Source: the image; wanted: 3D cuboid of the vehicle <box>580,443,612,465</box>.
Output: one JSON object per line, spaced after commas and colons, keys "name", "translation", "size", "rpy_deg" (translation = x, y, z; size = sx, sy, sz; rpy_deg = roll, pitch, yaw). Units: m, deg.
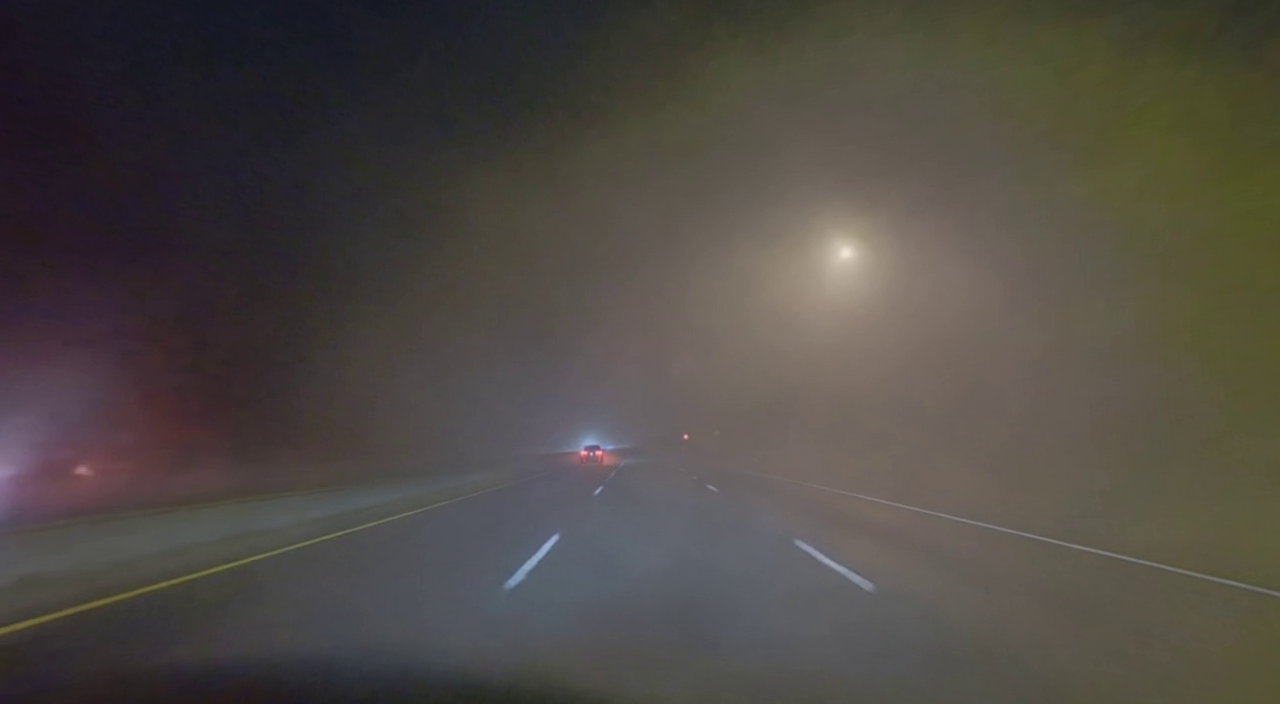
{"name": "vehicle", "translation": [-3.128, 7.292, 45.385], "size": [1.991, 1.475, 4.302], "rpy_deg": [0, -8, 0]}
